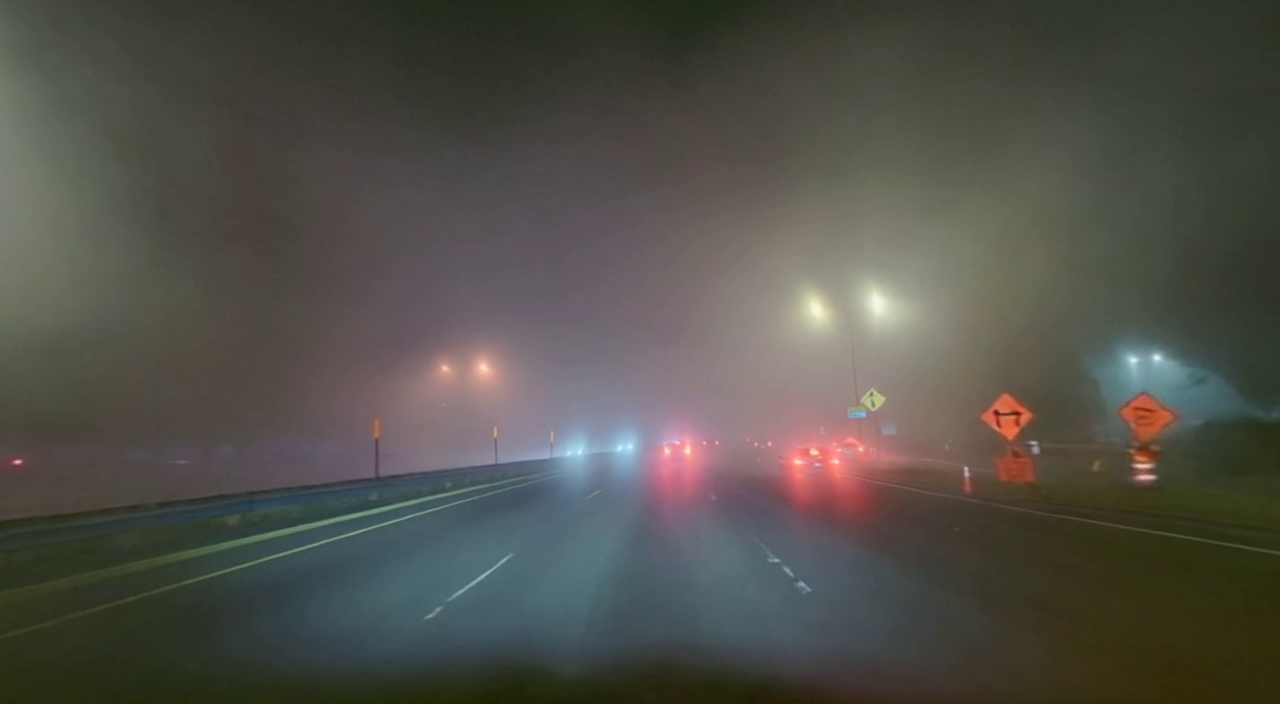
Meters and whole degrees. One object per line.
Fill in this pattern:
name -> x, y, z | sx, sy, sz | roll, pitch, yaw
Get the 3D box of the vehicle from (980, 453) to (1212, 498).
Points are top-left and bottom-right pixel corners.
vehicle -> 12.186, 3.326, 17.472 | 3.503, 1.020, 4.269 | -1, -9, 7

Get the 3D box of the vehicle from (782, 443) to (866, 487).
vehicle -> 6.706, 4.147, 23.467 | 2.044, 1.474, 4.083 | -1, -8, 3

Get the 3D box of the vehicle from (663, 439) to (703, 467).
vehicle -> 2.796, 6.430, 40.430 | 2.201, 1.676, 4.541 | -1, -9, 8
